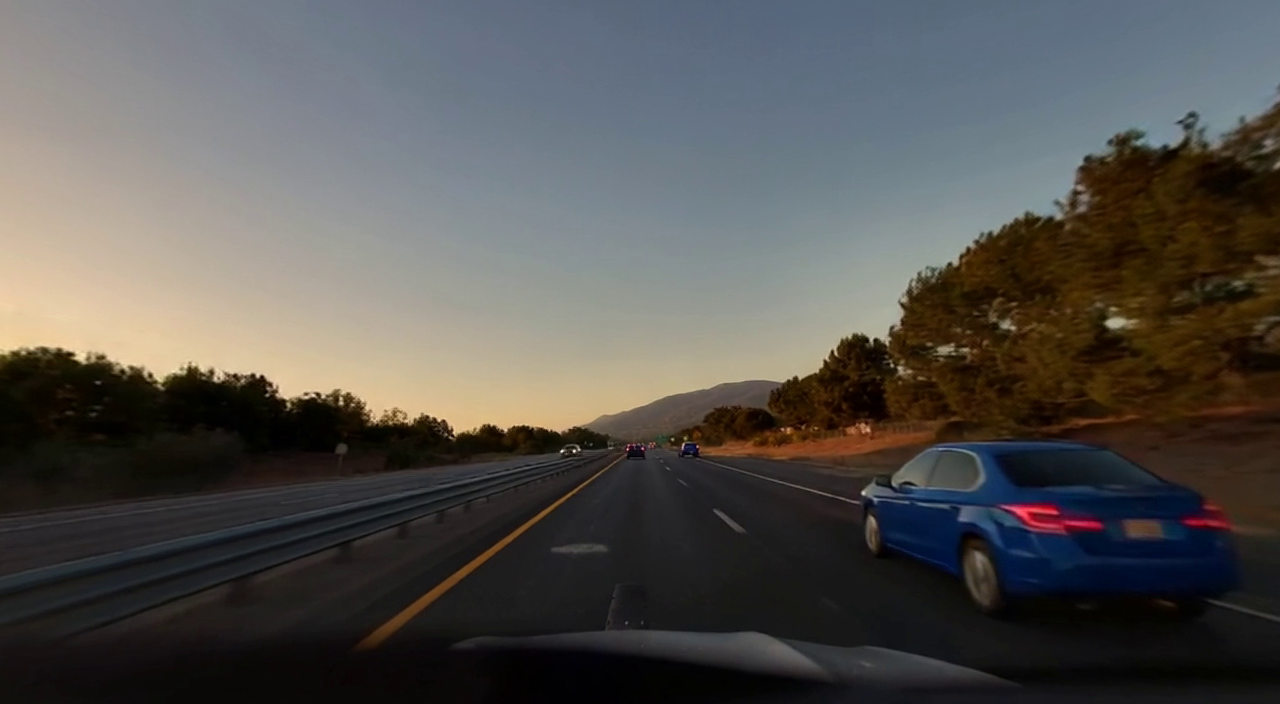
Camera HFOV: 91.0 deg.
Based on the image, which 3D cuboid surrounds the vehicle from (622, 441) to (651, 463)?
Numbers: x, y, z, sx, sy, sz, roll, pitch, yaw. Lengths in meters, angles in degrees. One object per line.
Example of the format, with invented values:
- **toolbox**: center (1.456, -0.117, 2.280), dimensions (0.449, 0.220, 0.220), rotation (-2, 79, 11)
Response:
- **vehicle**: center (-0.214, 7.262, 45.826), dimensions (2.009, 1.554, 4.013), rotation (0, -8, 0)

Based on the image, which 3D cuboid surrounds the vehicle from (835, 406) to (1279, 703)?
- **vehicle**: center (3.143, 1.280, 4.697), dimensions (1.957, 1.496, 4.327), rotation (0, -8, 0)
